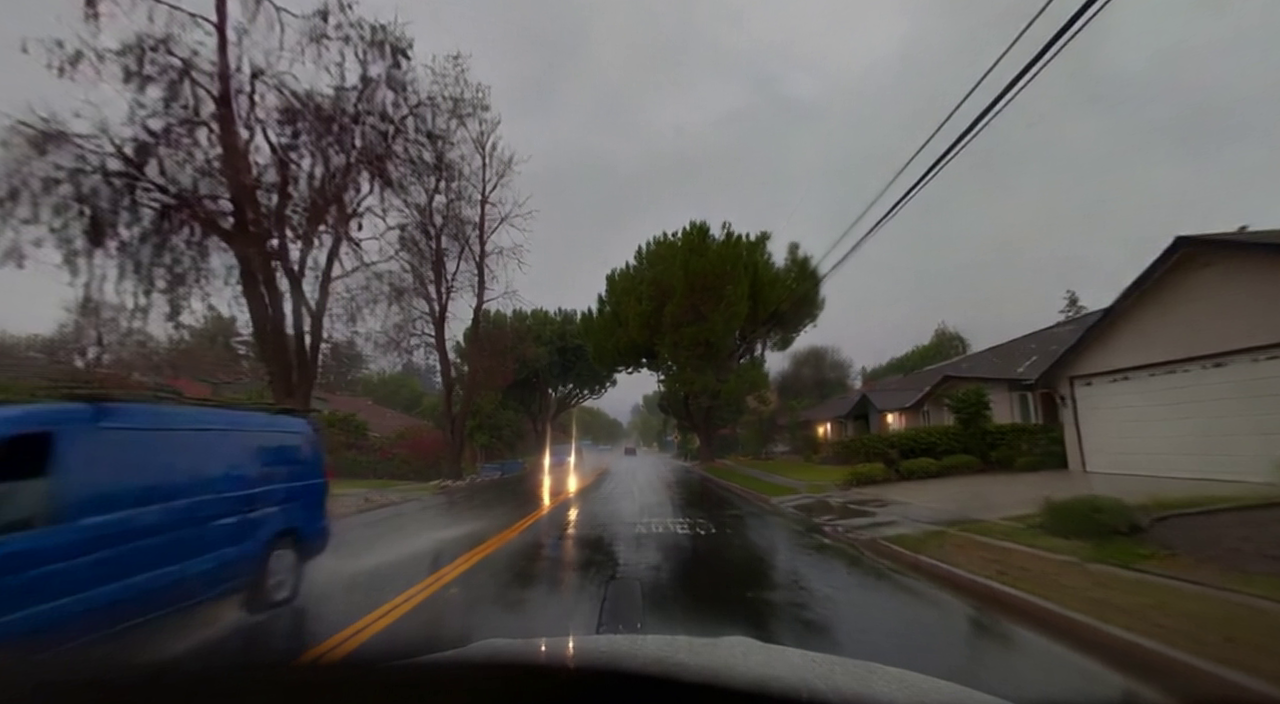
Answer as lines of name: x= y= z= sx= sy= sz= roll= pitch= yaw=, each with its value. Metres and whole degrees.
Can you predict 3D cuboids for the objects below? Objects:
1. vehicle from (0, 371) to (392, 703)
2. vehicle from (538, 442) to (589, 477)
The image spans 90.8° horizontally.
vehicle: x=-4.225 y=1.283 z=4.858 sx=2.303 sy=1.813 sz=5.660 roll=0 pitch=-9 yaw=0
vehicle: x=-4.135 y=5.899 z=35.014 sx=2.161 sy=1.798 sz=4.627 roll=0 pitch=-9 yaw=1
